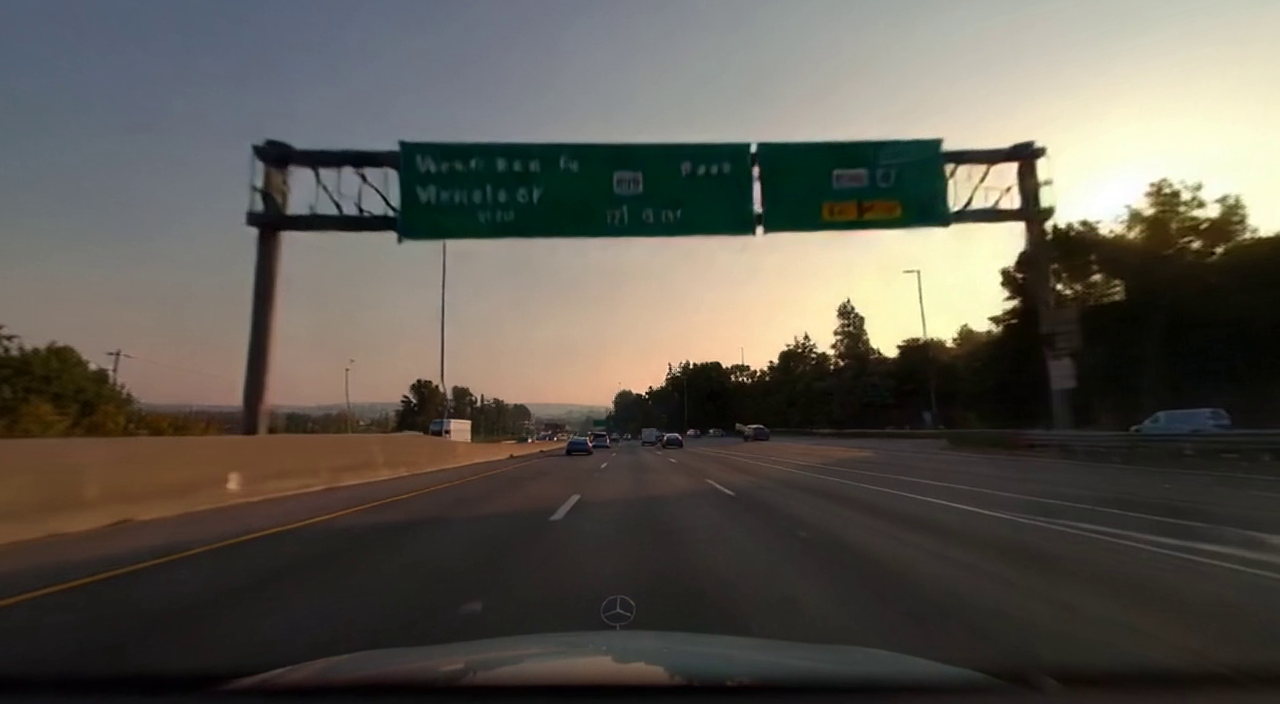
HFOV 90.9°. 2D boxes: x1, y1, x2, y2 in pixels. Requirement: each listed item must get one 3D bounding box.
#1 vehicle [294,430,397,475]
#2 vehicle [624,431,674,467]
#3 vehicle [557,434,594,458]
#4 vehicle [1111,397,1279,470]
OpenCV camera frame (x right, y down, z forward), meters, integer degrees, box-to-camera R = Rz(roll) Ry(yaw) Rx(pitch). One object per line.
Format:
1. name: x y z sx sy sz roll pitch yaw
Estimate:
1. vehicle: -11.925 4.098 25.958 2.083 1.640 4.552 0 -8 -1
2. vehicle: 0.354 4.423 28.953 2.086 1.554 3.875 0 -8 -2
3. vehicle: -4.090 6.032 40.496 2.014 1.471 4.380 0 -8 -1
4. vehicle: 22.325 3.290 25.138 2.232 2.540 6.015 0 -8 -1
